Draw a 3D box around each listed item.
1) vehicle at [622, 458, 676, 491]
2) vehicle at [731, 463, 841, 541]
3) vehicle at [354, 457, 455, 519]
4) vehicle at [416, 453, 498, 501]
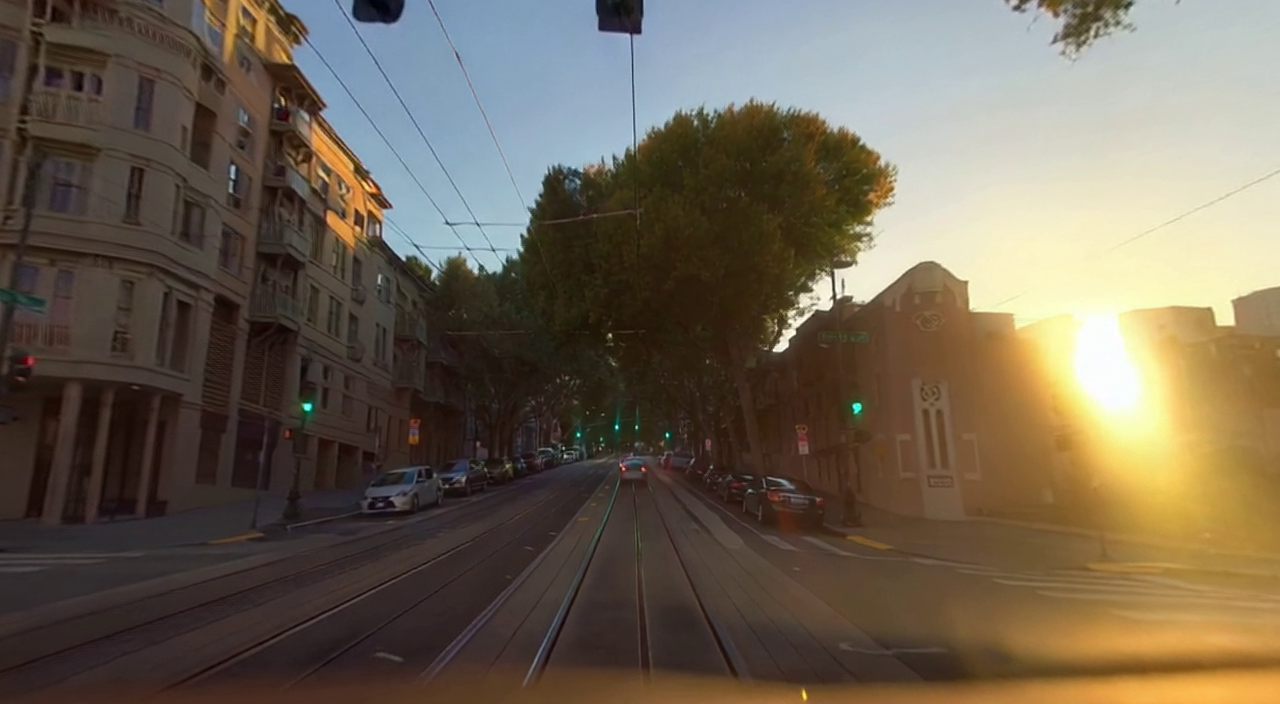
[{"bbox_3d":[0.410,6.427,33.444,1.984,1.571,3.404,2,-9,-15],"label":"vehicle"},{"bbox_3d":[3.844,4.019,17.482,1.929,1.723,4.134,0,-8,-2],"label":"vehicle"},{"bbox_3d":[-7.421,4.463,20.335,1.779,1.588,3.953,2,-17,-2],"label":"vehicle"},{"bbox_3d":[-7.420,5.223,26.117,1.861,1.751,4.550,1,-13,2],"label":"vehicle"}]
